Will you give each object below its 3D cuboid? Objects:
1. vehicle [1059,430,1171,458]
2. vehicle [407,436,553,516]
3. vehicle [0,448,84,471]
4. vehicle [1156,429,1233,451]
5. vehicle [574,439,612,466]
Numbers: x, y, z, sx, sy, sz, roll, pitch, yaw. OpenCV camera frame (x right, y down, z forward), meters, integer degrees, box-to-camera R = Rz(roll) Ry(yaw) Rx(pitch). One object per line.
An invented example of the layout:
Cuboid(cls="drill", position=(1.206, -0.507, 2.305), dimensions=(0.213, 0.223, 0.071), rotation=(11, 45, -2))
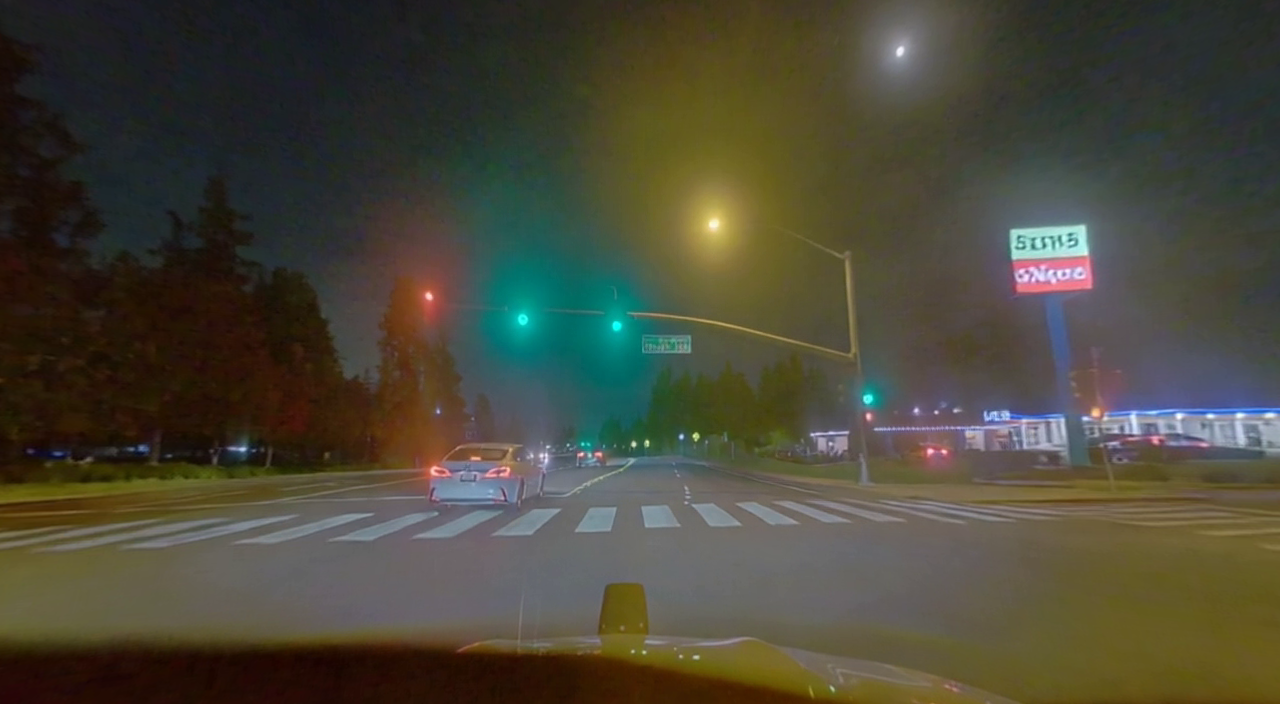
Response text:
Cuboid(cls="vehicle", position=(33.261, 6.468, 44.363), dimensions=(2.079, 1.837, 5.802), rotation=(5, -10, -30))
Cuboid(cls="vehicle", position=(-3.309, 2.649, 14.099), dimensions=(2.018, 1.477, 4.401), rotation=(0, -8, 1))
Cuboid(cls="vehicle", position=(-40.551, 7.244, 42.663), dimensions=(1.716, 1.438, 4.412), rotation=(0, -9, 0))
Cuboid(cls="vehicle", position=(39.013, 6.212, 44.398), dimensions=(1.627, 1.455, 3.562), rotation=(2, -8, -24))
Cuboid(cls="vehicle", position=(-3.053, 6.610, 41.637), dimensions=(2.109, 1.692, 4.220), rotation=(0, -8, 1))
